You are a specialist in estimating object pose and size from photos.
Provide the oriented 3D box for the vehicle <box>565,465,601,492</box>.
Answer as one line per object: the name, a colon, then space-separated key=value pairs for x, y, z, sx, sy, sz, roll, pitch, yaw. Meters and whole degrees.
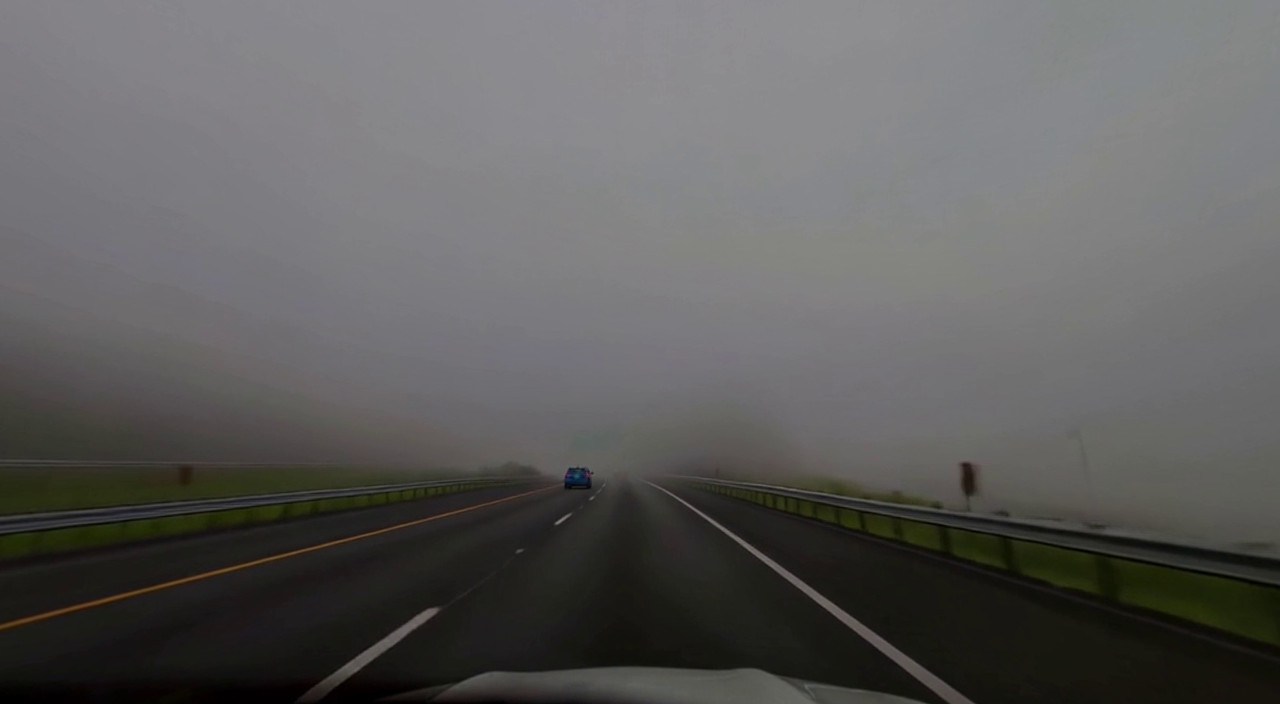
vehicle: x=-3.567 y=7.992 z=39.969 sx=1.967 sy=1.556 sz=4.364 roll=1 pitch=-10 yaw=-2
